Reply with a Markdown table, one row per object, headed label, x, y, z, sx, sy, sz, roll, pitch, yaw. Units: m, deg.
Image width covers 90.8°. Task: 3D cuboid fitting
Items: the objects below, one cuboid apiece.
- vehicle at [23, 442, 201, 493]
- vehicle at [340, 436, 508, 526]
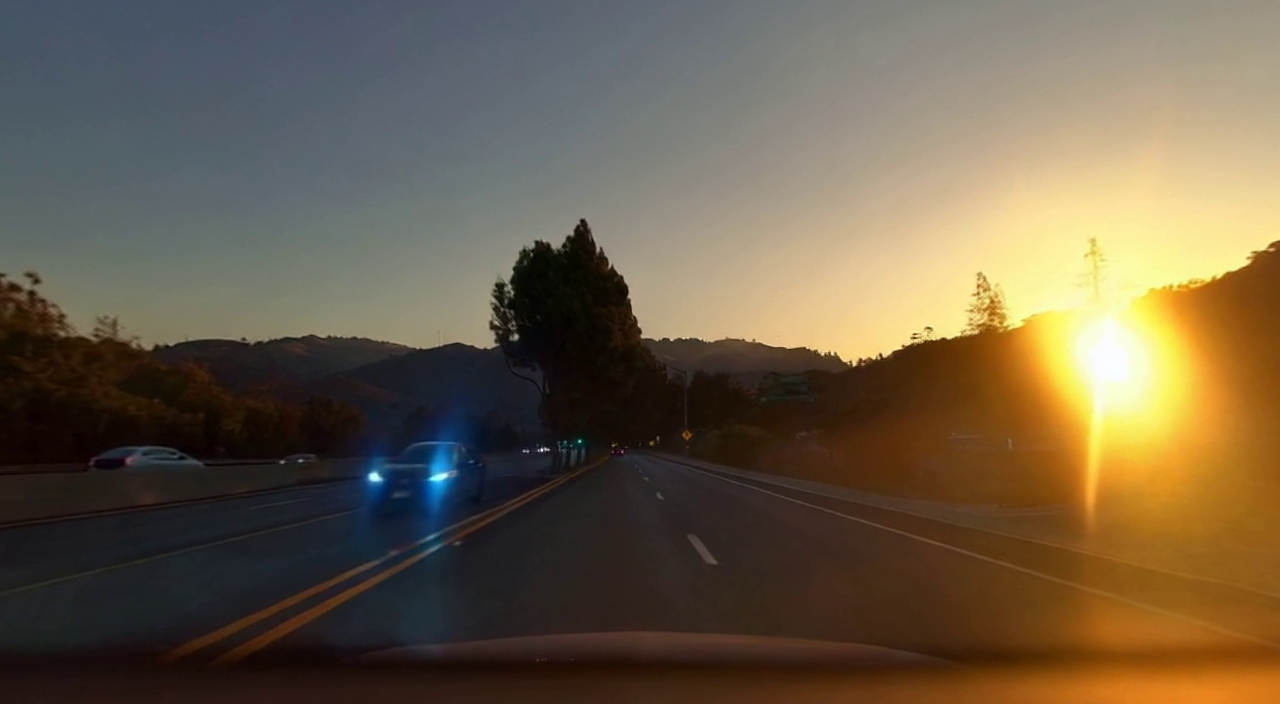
| label | x | y | z | sx | sy | sz | roll | pitch | yaw |
| --- | --- | --- | --- | --- | --- | --- | --- | --- | --- |
| vehicle | -17.520 | 3.838 | 21.337 | 2.036 | 1.525 | 4.677 | 0 | -9 | -1 |
| vehicle | -4.113 | 2.492 | 12.747 | 1.722 | 1.523 | 3.736 | -1 | -8 | 6 |
